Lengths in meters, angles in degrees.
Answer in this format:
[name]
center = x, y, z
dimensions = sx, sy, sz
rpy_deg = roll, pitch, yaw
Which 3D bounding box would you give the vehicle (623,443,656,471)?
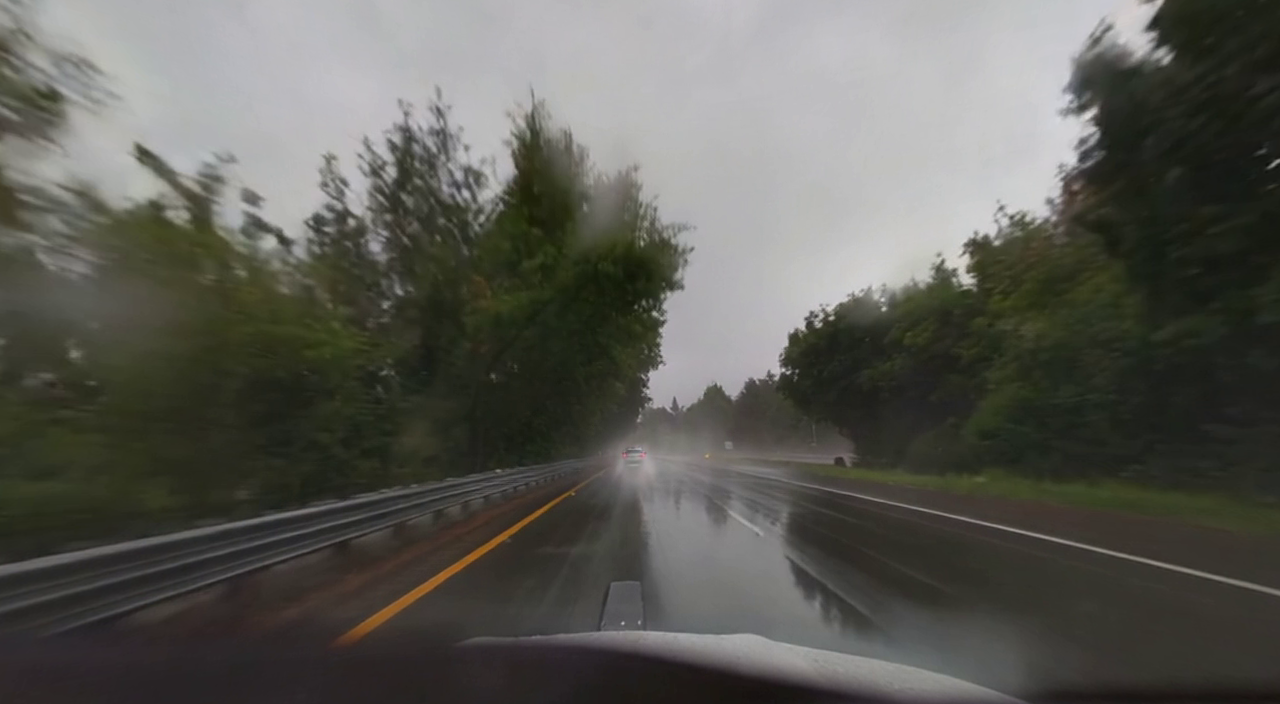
[vehicle]
center = -0.059, 6.655, 40.007
dimensions = 1.987, 1.658, 3.620
rpy_deg = 0, -9, -1
